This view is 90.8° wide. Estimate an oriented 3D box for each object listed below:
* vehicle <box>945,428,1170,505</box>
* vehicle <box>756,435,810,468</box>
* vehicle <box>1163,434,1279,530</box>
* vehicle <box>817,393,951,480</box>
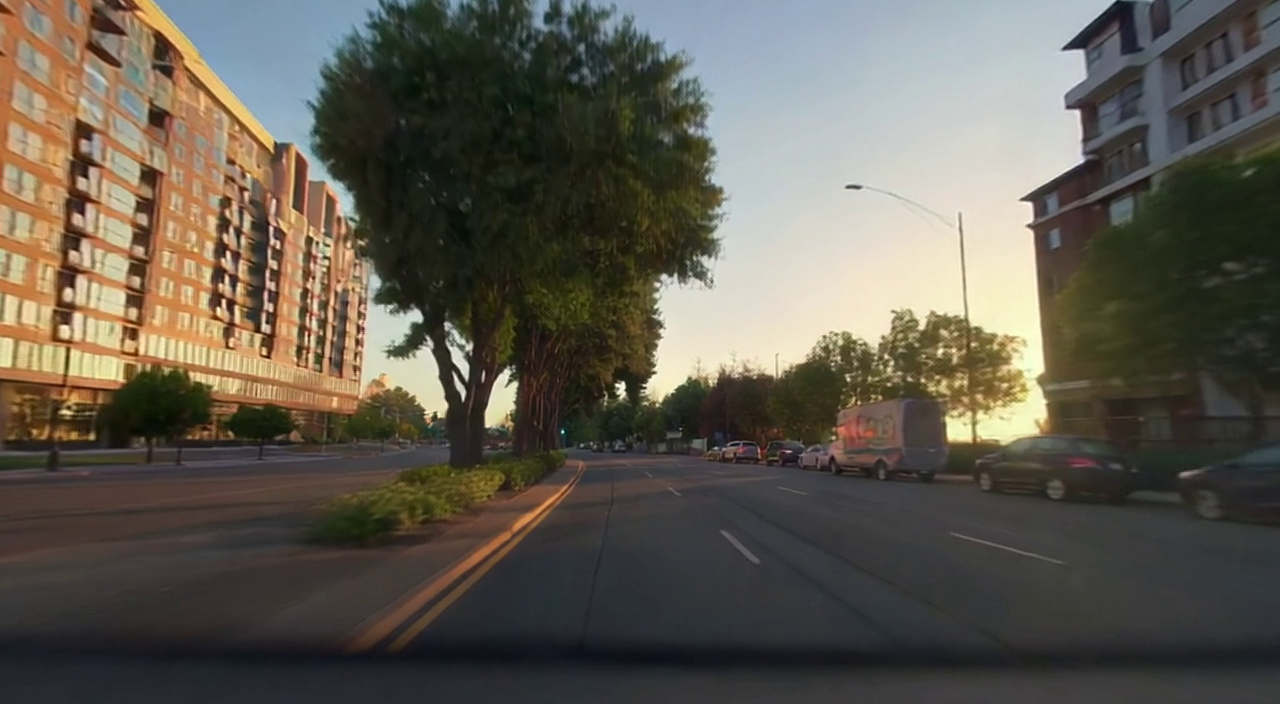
[{"bbox_3d":[10.698,2.985,16.962,2.050,1.699,5.584,0,-9,-2],"label":"vehicle"},{"bbox_3d":[9.193,6.446,40.979,1.916,1.889,4.675,4,-9,-6],"label":"vehicle"},{"bbox_3d":[11.000,2.025,9.834,1.801,1.489,4.339,0,-9,-4],"label":"vehicle"},{"bbox_3d":[10.116,3.666,27.132,2.853,3.253,6.441,0,-9,-3],"label":"vehicle"}]
